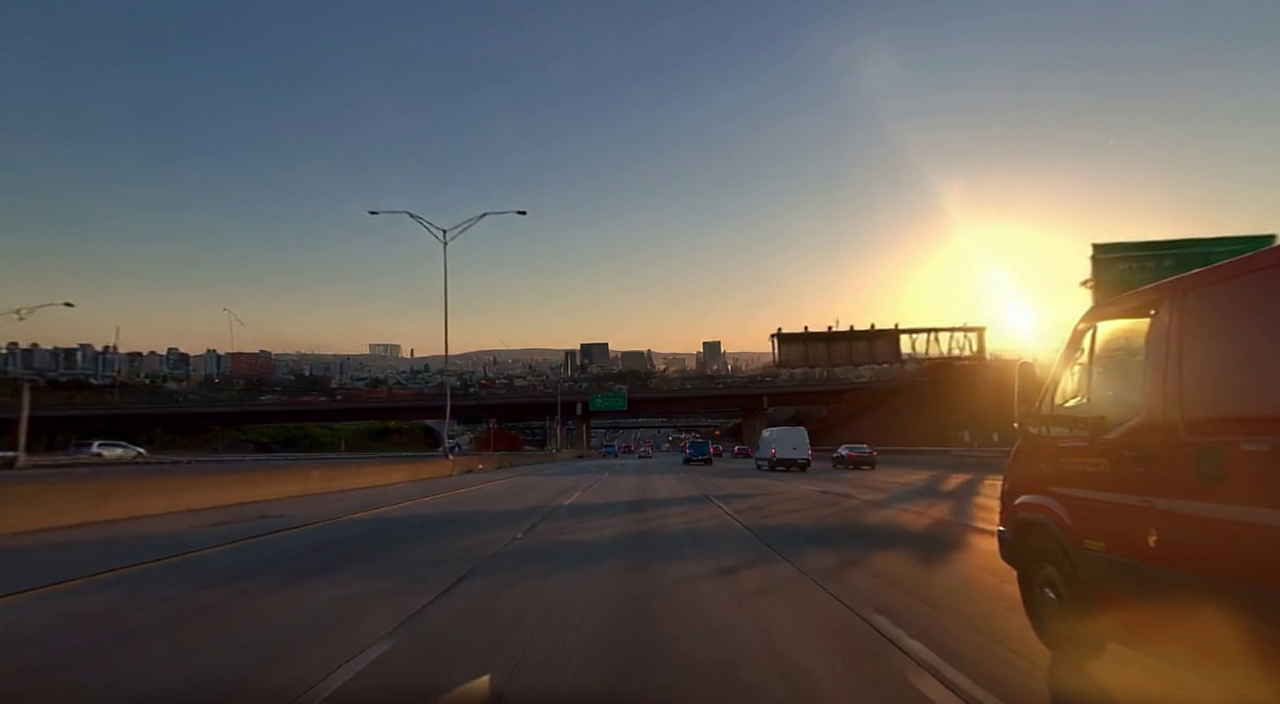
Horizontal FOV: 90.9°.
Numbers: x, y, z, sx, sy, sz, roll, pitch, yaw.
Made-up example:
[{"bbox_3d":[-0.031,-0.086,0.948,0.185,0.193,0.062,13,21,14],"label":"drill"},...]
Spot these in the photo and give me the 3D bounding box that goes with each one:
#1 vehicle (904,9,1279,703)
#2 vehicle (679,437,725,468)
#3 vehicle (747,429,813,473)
[{"bbox_3d":[3.304,0.152,1.265,2.436,2.745,7.034,0,-8,0],"label":"vehicle"},{"bbox_3d":[4.045,6.738,42.484,2.464,1.961,5.520,0,-8,-1],"label":"vehicle"},{"bbox_3d":[7.462,5.353,34.290,2.301,2.203,5.419,0,-8,-1],"label":"vehicle"}]
